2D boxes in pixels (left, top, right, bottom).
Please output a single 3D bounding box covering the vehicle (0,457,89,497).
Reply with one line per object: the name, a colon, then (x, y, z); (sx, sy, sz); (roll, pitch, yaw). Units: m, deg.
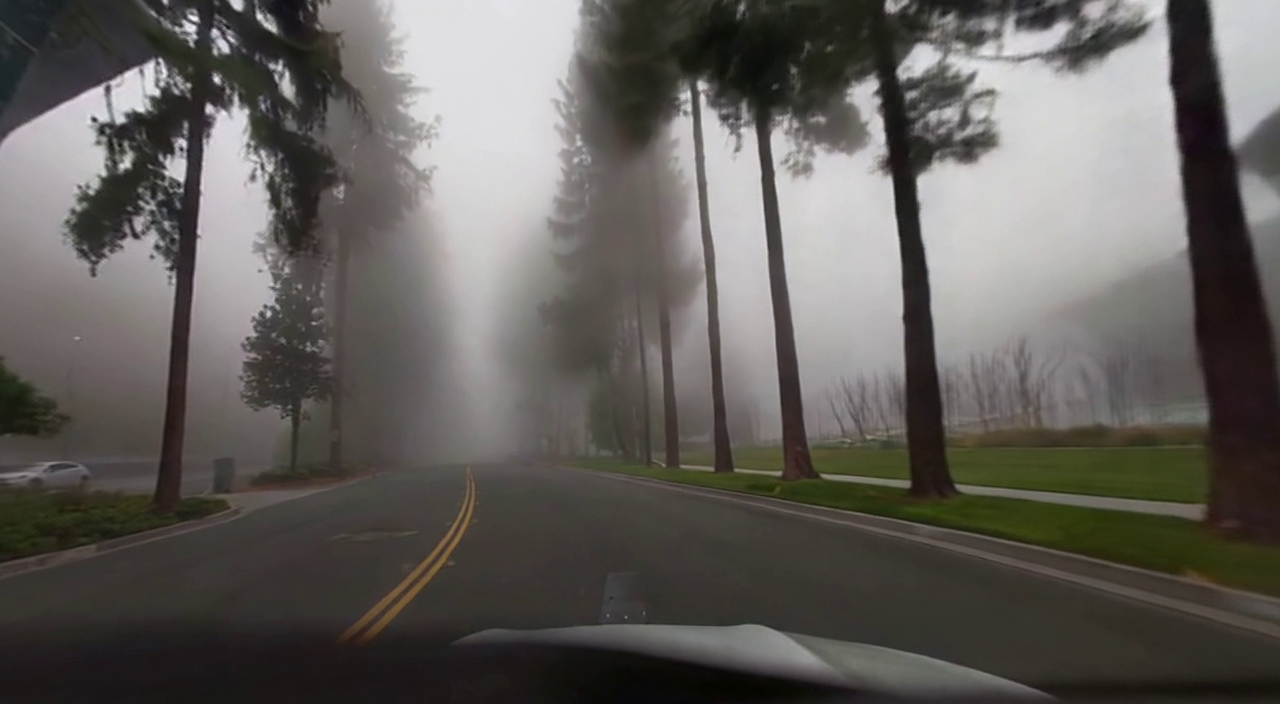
vehicle: (-28.610, 5.808, 29.648); (1.929, 1.650, 4.638); (2, -9, -13)
